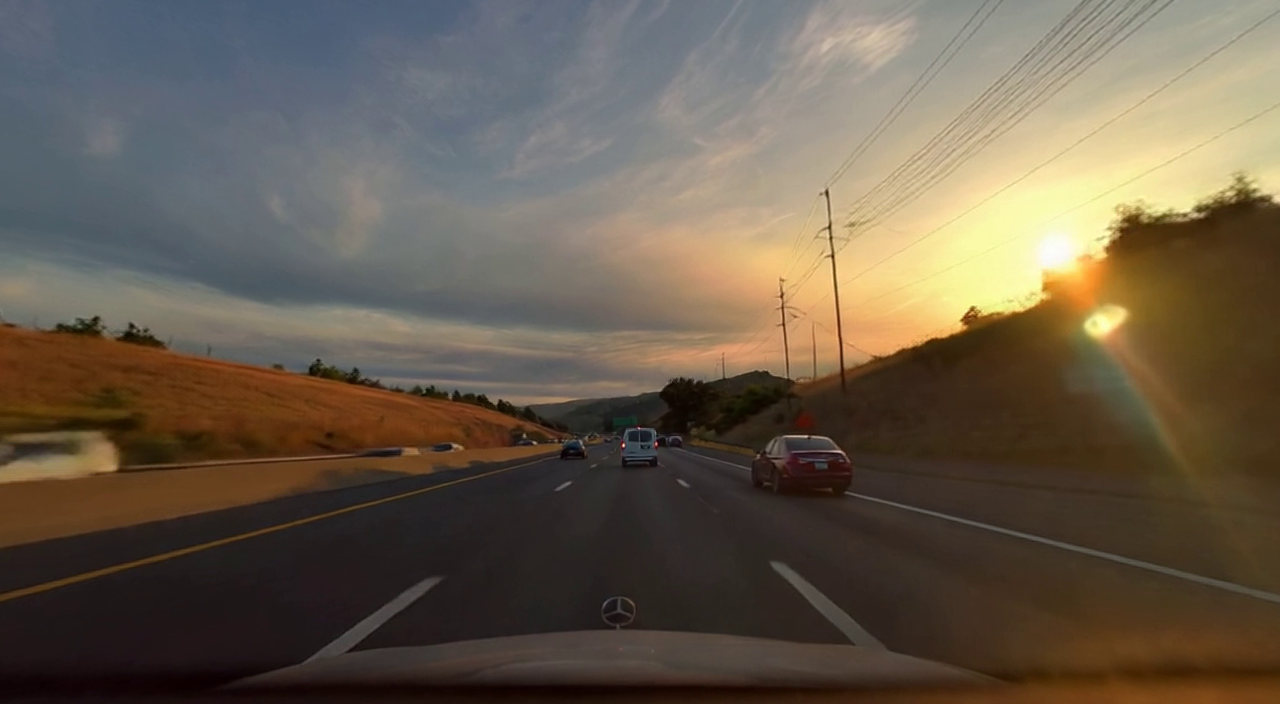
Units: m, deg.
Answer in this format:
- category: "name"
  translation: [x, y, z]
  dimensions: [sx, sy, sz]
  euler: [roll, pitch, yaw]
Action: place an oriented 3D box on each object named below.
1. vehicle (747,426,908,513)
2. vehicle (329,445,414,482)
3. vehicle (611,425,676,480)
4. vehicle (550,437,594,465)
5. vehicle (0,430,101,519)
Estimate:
- category: "vehicle"
  translation: [3.821, 2.448, 13.849]
  dimensions: [1.923, 1.562, 4.691]
  euler: [0, -8, -2]
- category: "vehicle"
  translation: [-12.039, 5.011, 28.657]
  dimensions: [1.929, 1.465, 4.604]
  euler: [0, -8, -1]
- category: "vehicle"
  translation: [0.079, 3.610, 22.985]
  dimensions: [2.159, 1.811, 4.238]
  euler: [0, -8, -1]
- category: "vehicle"
  translation: [-3.872, 5.721, 36.790]
  dimensions: [2.093, 1.517, 4.648]
  euler: [0, -8, -1]
- category: "vehicle"
  translation: [-15.357, 2.712, 13.917]
  dimensions: [2.338, 1.946, 5.183]
  euler: [0, -8, -1]
